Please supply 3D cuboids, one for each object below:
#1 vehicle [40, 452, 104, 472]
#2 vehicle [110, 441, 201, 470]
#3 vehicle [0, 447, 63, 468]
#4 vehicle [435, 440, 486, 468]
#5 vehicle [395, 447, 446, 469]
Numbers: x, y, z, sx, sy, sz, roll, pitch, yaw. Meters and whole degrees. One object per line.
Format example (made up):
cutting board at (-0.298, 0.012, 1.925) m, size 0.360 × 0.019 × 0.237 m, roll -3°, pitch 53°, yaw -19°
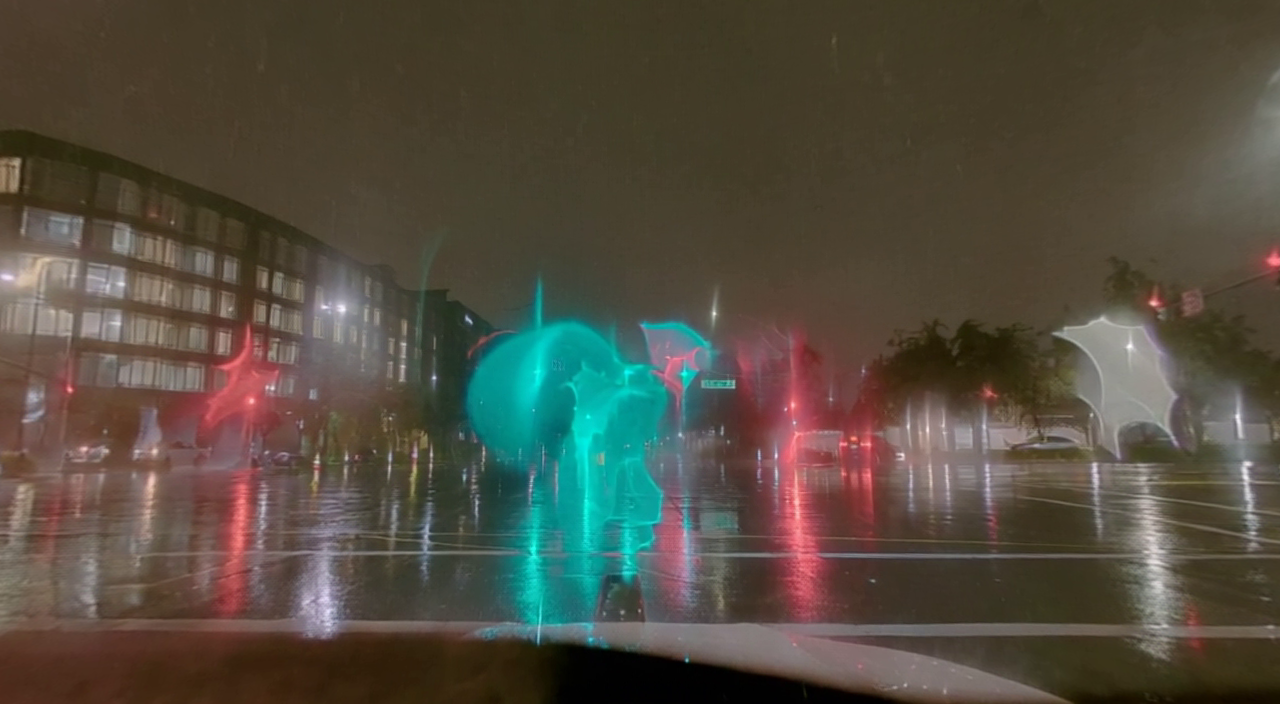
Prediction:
vehicle at (-41.558, 8.036, 46.304) m, size 1.552 × 1.339 × 3.340 m, roll -2°, pitch -9°, yaw -1°
vehicle at (-34.885, 7.424, 45.756) m, size 2.204 × 1.955 × 5.518 m, roll 0°, pitch -8°, yaw 0°
vehicle at (-45.239, 7.767, 46.613) m, size 1.858 × 1.467 × 3.624 m, roll 0°, pitch -8°, yaw 0°
vehicle at (-11.937, 6.799, 42.326) m, size 2.080 × 1.763 × 4.341 m, roll 0°, pitch -8°, yaw 0°
vehicle at (-15.484, 7.449, 44.797) m, size 2.056 × 1.450 × 4.343 m, roll 0°, pitch -8°, yaw 0°
